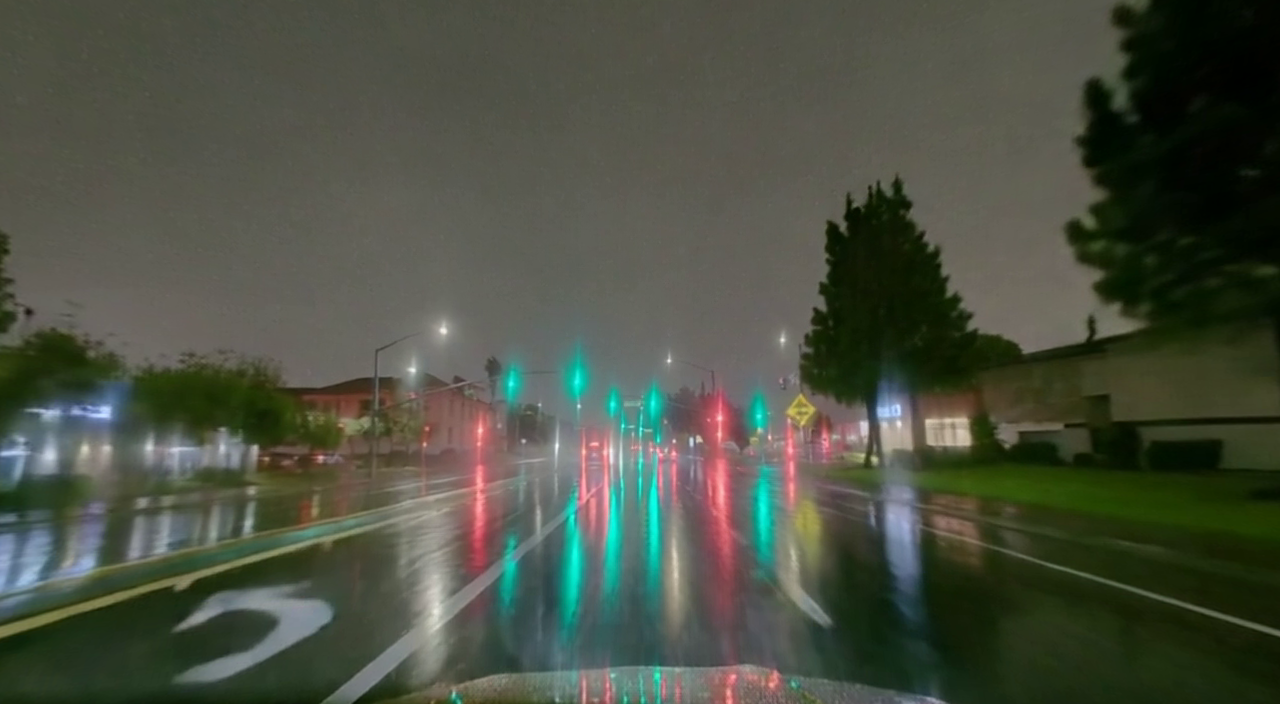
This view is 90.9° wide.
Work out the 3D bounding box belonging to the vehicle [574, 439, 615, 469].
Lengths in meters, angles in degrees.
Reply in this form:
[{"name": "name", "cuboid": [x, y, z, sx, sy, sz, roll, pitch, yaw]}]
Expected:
[{"name": "vehicle", "cuboid": [-2.844, 6.525, 40.598, 2.250, 1.791, 4.300, 0, -8, 1]}]
